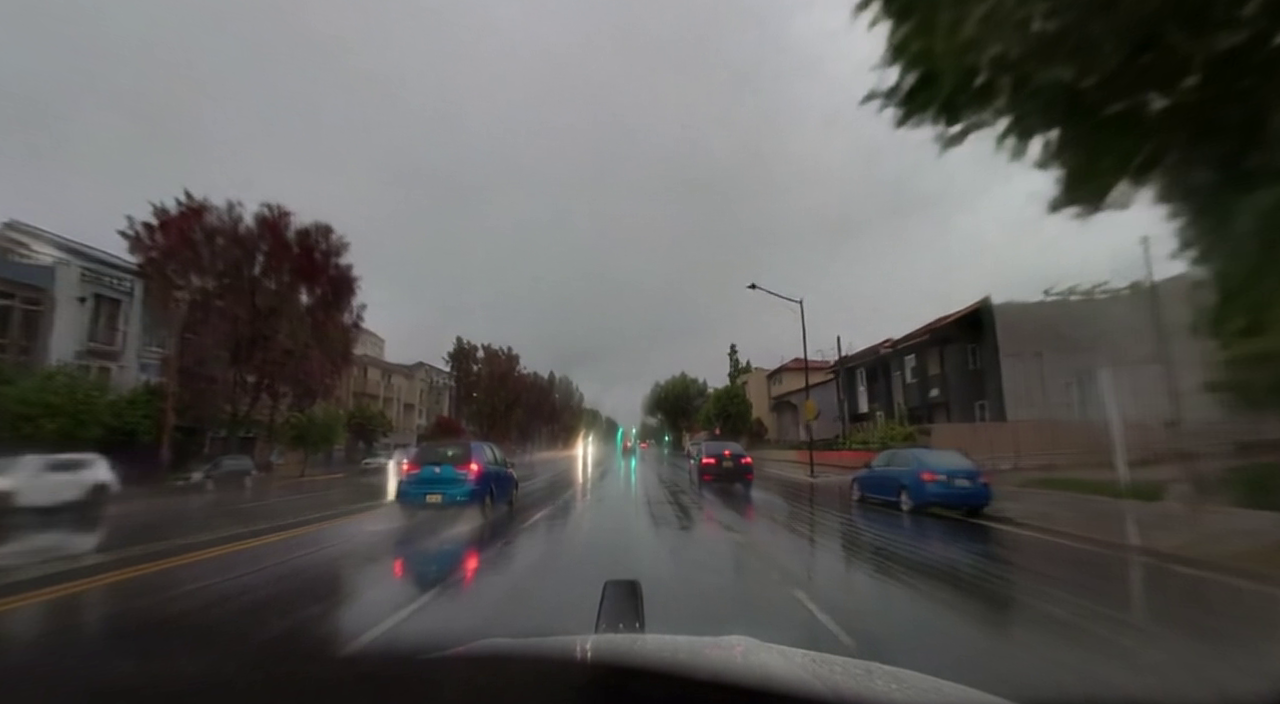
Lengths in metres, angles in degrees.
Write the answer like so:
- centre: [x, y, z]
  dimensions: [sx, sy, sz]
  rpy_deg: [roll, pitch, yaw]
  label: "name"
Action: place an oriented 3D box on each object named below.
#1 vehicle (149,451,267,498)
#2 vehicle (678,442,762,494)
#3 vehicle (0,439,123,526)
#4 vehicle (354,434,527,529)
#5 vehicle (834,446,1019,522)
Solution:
- centre: [-18.222, 5.135, 26.968]
  dimensions: [1.953, 1.748, 4.440]
  rpy_deg: [-2, -9, -1]
  label: "vehicle"
- centre: [2.393, 3.627, 20.163]
  dimensions: [1.978, 1.471, 4.426]
  rpy_deg: [0, -9, -2]
  label: "vehicle"
- centre: [-14.726, 2.921, 14.291]
  dimensions: [2.110, 1.838, 4.623]
  rpy_deg: [0, -9, 0]
  label: "vehicle"
- centre: [-3.616, 2.409, 12.350]
  dimensions: [2.062, 1.527, 4.044]
  rpy_deg: [0, -9, 0]
  label: "vehicle"
- centre: [6.250, 2.894, 14.568]
  dimensions: [1.881, 1.439, 4.725]
  rpy_deg: [0, -9, -3]
  label: "vehicle"
